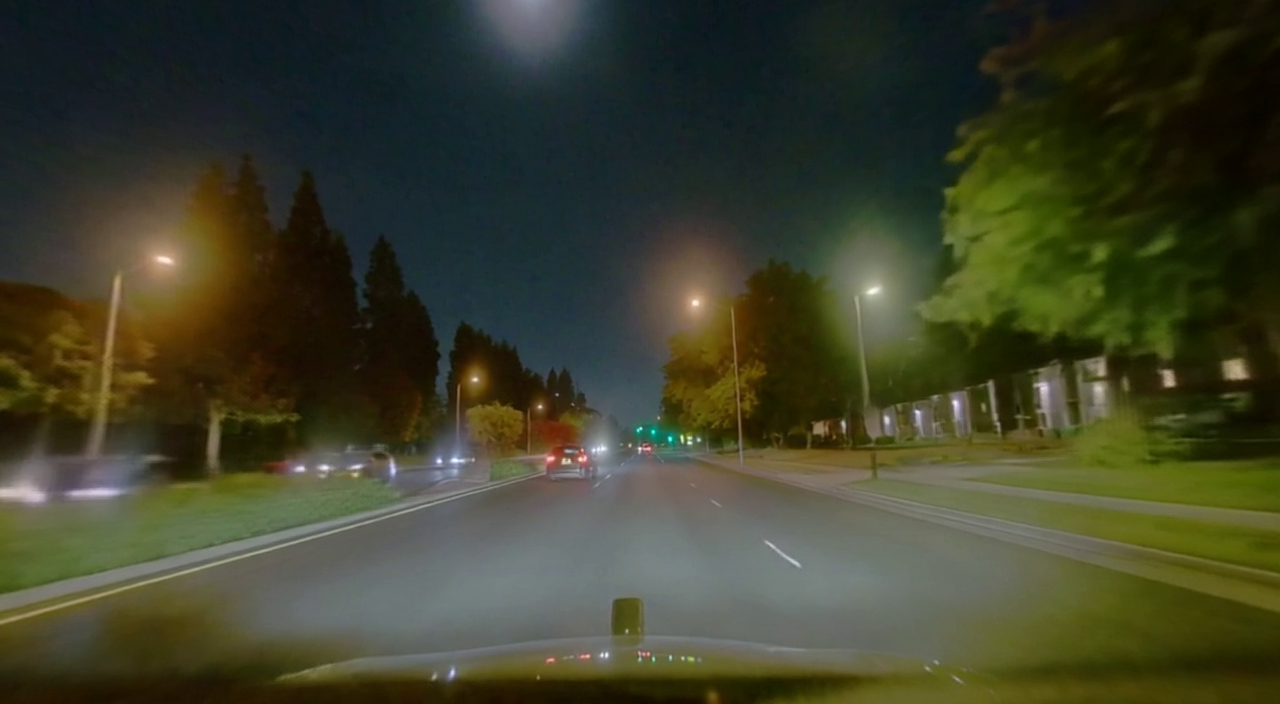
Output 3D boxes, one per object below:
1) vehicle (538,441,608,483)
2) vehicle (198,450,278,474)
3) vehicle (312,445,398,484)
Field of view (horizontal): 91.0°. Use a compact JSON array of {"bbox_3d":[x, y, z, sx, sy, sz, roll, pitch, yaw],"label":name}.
[{"bbox_3d":[-2.519,4.312,24.932,2.106,1.517,4.375,-1,-9,3],"label":"vehicle"},{"bbox_3d":[-28.556,7.796,44.839,4.298,1.620,2.002,0,-9,-5],"label":"vehicle"},{"bbox_3d":[-13.905,5.497,31.046,2.059,1.734,4.559,0,-9,1],"label":"vehicle"}]
